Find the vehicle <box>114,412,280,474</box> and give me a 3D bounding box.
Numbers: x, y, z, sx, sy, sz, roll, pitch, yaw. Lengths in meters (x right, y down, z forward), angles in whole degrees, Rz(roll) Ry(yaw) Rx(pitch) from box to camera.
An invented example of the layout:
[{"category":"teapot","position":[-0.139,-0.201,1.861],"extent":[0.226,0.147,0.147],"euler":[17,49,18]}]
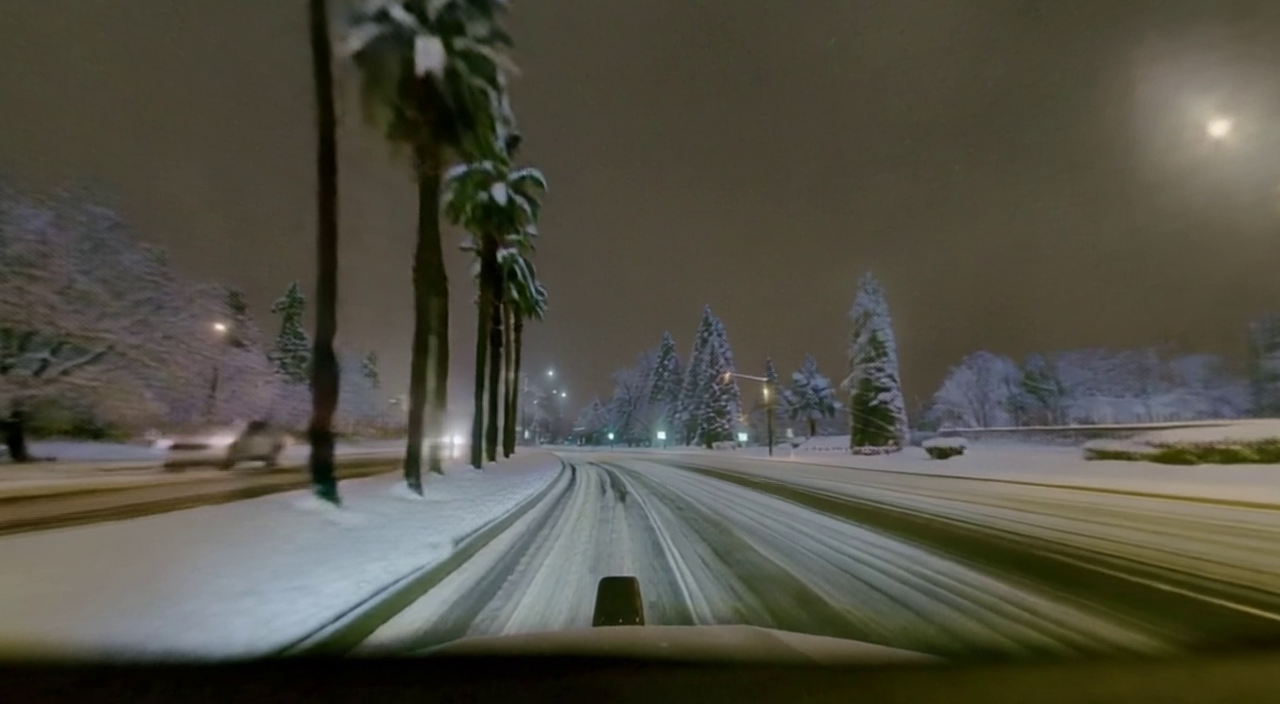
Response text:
[{"category":"vehicle","position":[-13.264,2.790,19.355],"extent":[1.961,1.664,4.422],"euler":[0,-8,-2]}]
